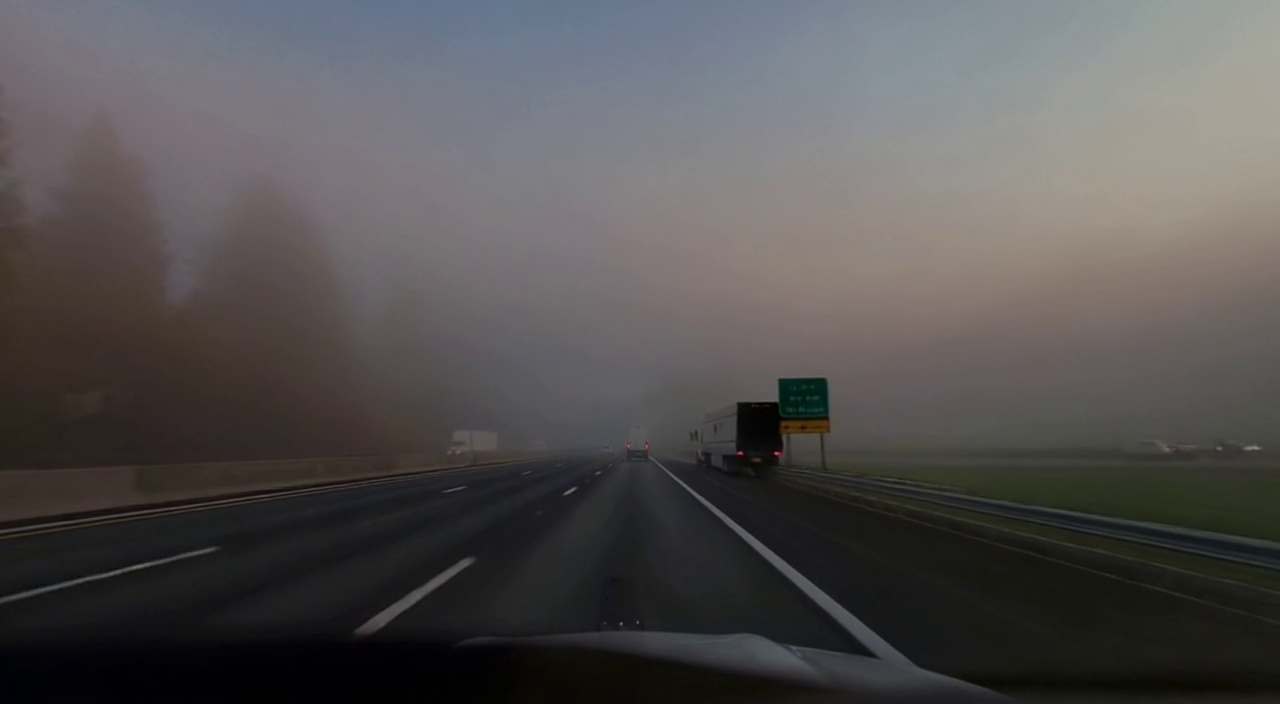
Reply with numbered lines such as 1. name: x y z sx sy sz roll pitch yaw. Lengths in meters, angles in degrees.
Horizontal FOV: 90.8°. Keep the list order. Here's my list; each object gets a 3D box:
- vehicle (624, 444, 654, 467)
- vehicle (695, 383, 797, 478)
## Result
1. vehicle: -0.083 7.169 43.882 1.972 1.492 3.697 0 -9 0
2. vehicle: 5.211 4.477 34.634 2.893 4.114 14.332 0 -9 -1
